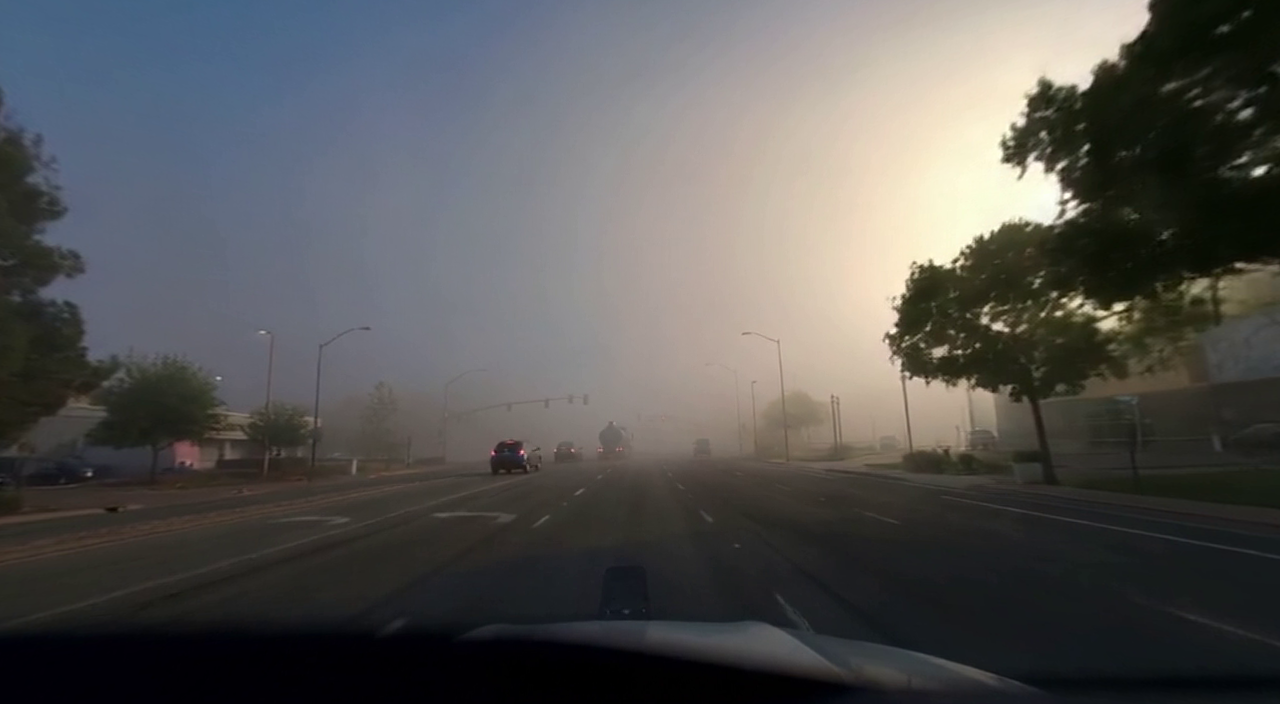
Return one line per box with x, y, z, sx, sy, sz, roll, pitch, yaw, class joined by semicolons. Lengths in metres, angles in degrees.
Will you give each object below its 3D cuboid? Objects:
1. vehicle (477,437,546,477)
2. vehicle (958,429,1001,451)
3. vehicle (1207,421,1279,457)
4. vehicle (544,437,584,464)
-6.001;4.969;30.010;2.179;1.750;4.621;0;-9;2;vehicle
23.854;6.213;44.214;1.924;1.467;4.572;-7;-11;36;vehicle
26.938;3.699;26.785;1.796;1.453;4.296;-1;-9;3;vehicle
-5.901;7.805;49.837;2.375;1.989;5.497;0;-9;1;vehicle
